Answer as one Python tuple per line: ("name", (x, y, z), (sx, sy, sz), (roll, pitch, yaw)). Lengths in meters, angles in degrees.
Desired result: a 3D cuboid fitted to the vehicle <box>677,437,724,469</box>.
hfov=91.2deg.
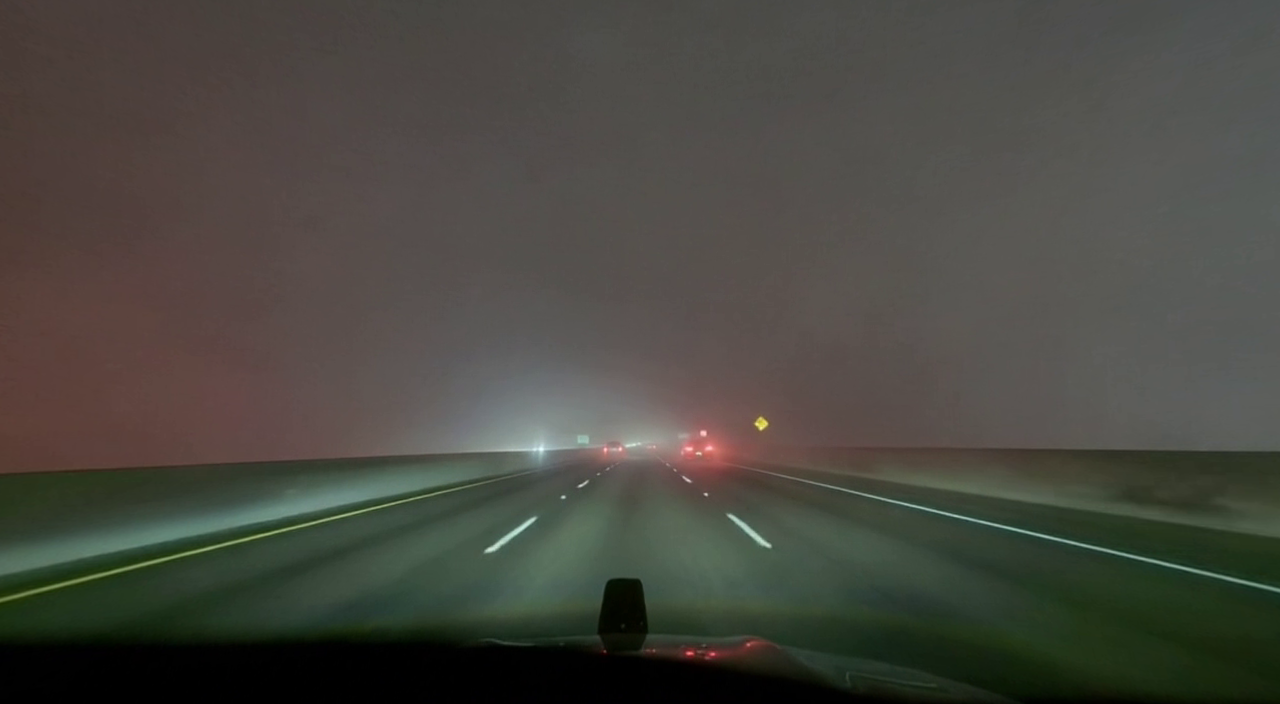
("vehicle", (3.300, 5.595, 34.982), (2.202, 1.682, 4.188), (0, -8, 0))
